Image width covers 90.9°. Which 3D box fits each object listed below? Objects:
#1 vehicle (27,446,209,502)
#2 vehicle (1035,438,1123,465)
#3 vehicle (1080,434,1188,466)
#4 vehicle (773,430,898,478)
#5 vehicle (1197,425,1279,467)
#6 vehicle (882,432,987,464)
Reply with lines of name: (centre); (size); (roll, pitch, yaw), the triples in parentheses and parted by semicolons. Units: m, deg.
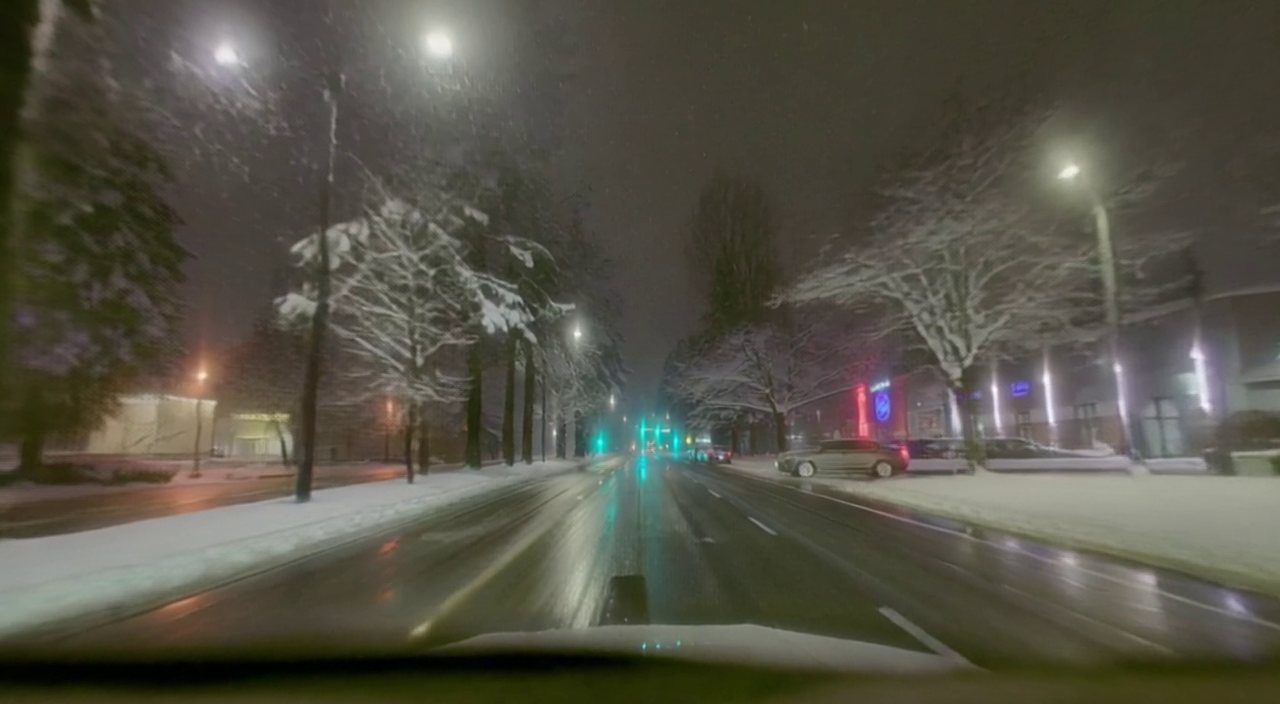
vehicle: (-19.175, 4.444, 23.600); (2.317, 1.830, 5.142); (0, -8, 1)
vehicle: (29.824, 6.760, 42.922); (4.342, 1.713, 2.036); (-1, -8, 2)
vehicle: (29.342, 5.827, 37.571); (4.641, 1.816, 1.954); (0, -8, 2)
vehicle: (9.200, 4.804, 29.828); (5.329, 2.114, 2.325); (-3, -9, 18)
vehicle: (29.512, 4.416, 29.693); (4.457, 1.898, 2.074); (0, -8, 0)
vehicle: (16.803, 5.522, 36.170); (4.897, 1.739, 2.259); (-1, -8, 2)
